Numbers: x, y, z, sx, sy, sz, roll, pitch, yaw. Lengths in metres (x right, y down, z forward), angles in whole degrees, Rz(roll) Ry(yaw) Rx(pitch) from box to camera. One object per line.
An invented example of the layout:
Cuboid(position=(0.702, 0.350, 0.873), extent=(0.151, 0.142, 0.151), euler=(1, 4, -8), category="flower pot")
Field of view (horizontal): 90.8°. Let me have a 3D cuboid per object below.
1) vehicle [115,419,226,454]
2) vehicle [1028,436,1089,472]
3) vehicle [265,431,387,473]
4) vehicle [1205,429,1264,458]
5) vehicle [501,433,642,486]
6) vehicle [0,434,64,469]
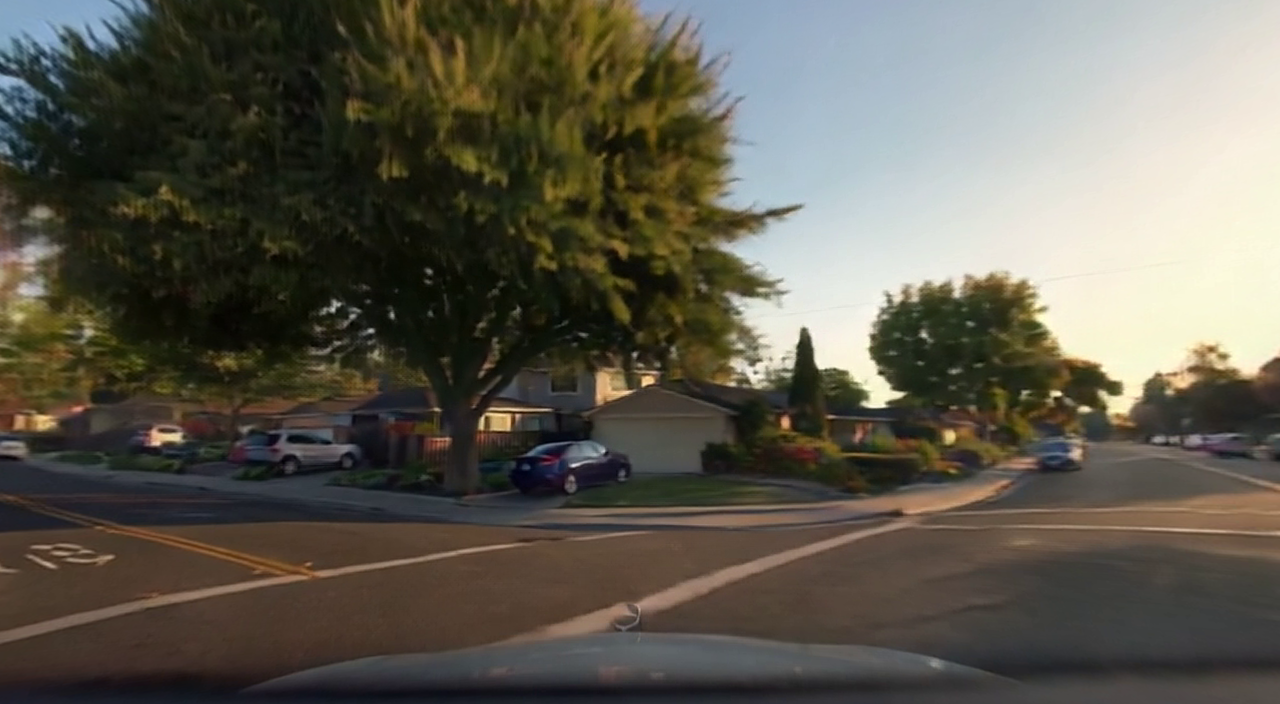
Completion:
Cuboid(position=(-28.344, 5.123, 38.317), extent=(2.181, 1.911, 4.861), euler=(-7, -10, 36), category="vehicle")
Cuboid(position=(19.475, 4.704, 29.310), extent=(2.075, 1.551, 4.074), euler=(-6, -10, 35), category="vehicle")
Cuboid(position=(-13.554, 4.331, 27.493), extent=(1.978, 1.666, 4.230), euler=(-6, -11, 37), category="vehicle")
Cuboid(position=(36.439, 5.626, 38.814), extent=(2.116, 1.711, 4.155), euler=(-6, -10, 37), category="vehicle")
Cuboid(position=(-2.064, 3.425, 20.428), extent=(1.917, 1.499, 4.569), euler=(-6, -10, 36), category="vehicle")
Cuboid(position=(-28.767, 4.558, 29.161), extent=(4.698, 1.506, 2.009), euler=(-5, -10, 34), category="vehicle")
